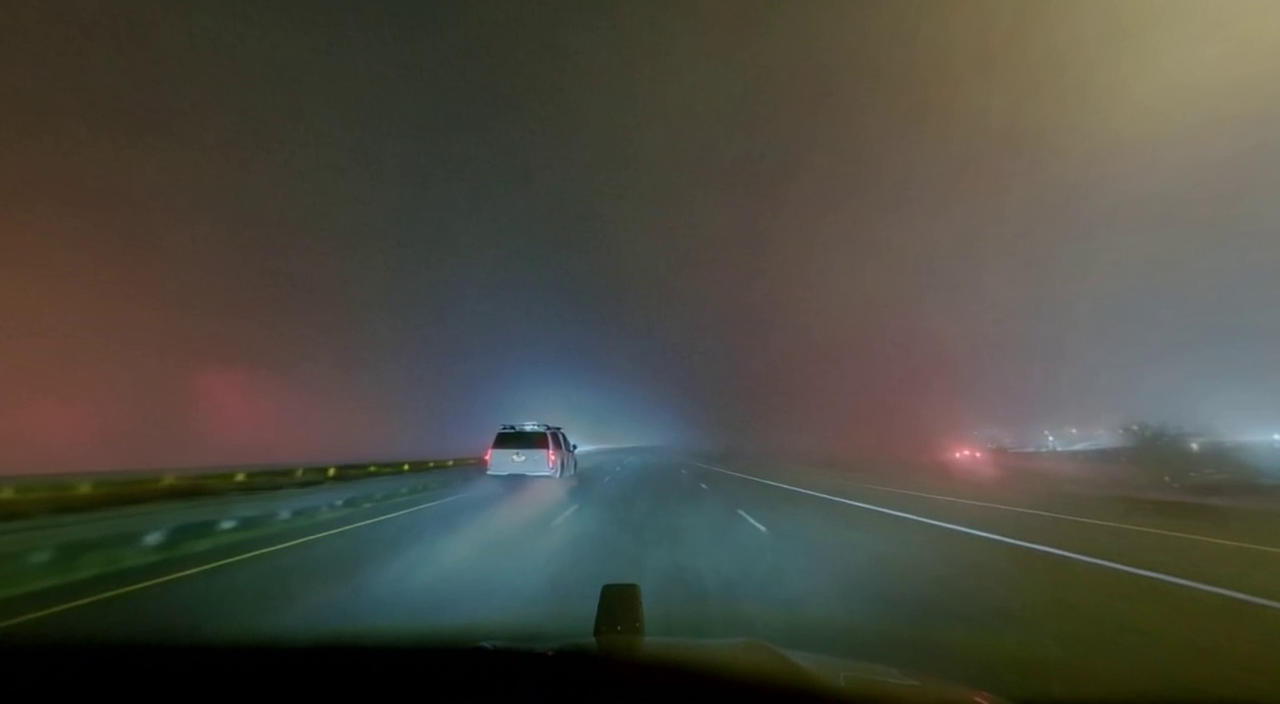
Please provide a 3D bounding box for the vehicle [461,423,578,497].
[{"bbox_3d":[-3.465,3.297,19.581,2.431,1.928,5.760,0,-9,1],"label":"vehicle"}]
